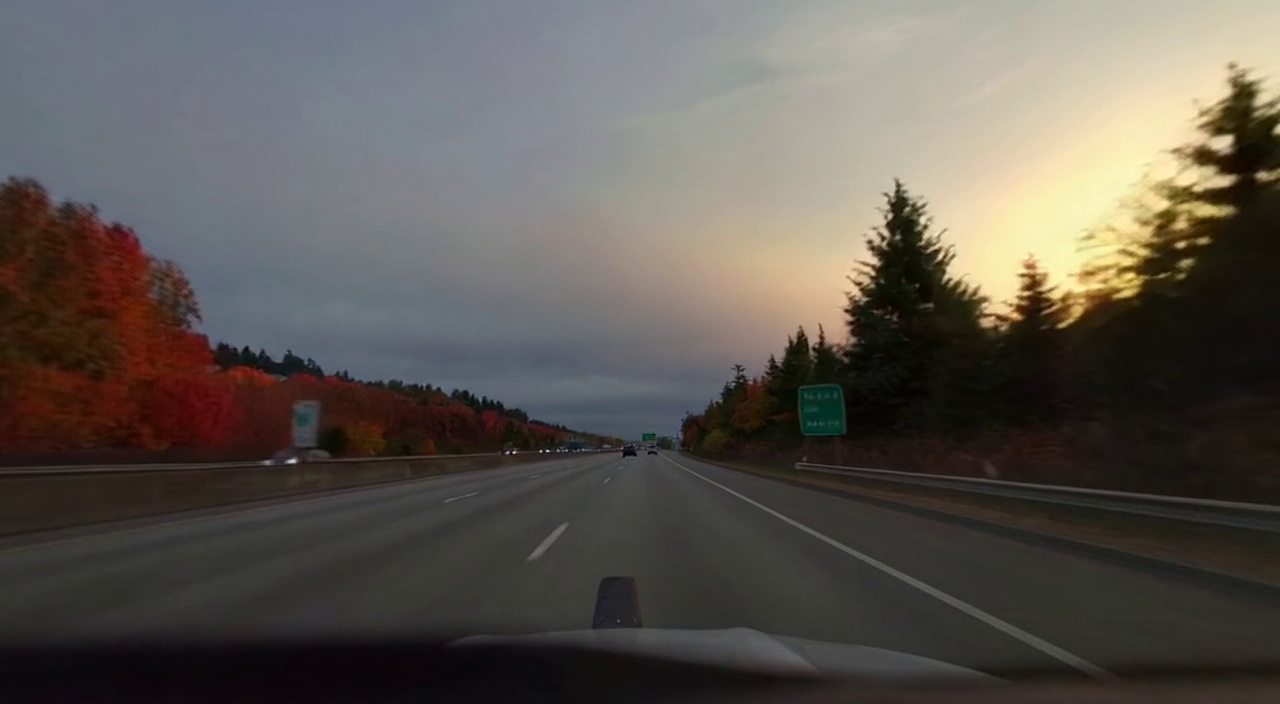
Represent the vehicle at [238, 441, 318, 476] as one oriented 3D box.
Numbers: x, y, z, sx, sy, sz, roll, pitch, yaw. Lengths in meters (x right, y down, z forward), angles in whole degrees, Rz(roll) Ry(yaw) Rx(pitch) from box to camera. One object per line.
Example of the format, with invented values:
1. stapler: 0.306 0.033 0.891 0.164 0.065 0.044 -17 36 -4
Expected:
1. vehicle: -19.229 5.665 33.490 1.873 1.754 3.936 0 -9 0
